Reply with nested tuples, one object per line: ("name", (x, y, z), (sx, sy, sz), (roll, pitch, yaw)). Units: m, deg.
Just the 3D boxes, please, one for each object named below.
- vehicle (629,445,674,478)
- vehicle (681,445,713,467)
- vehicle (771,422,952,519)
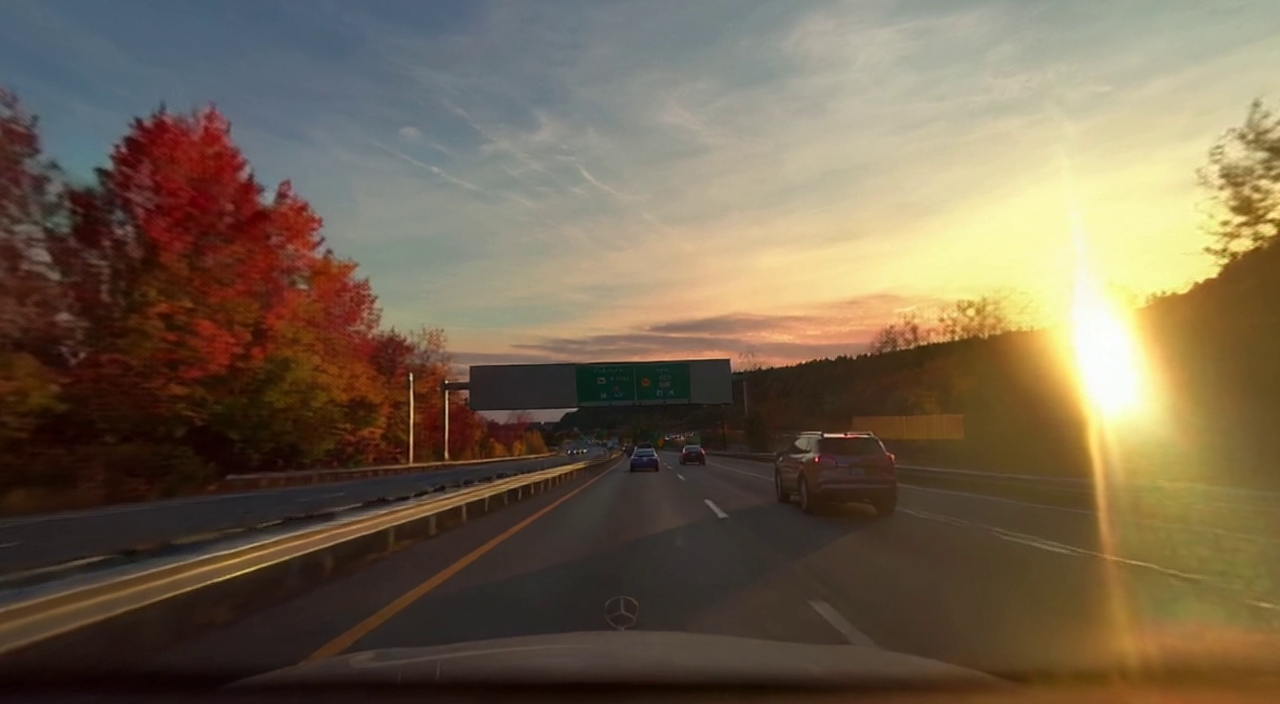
("vehicle", (0.511, 5.221, 30.093), (2.037, 1.418, 3.793), (0, -9, 0))
("vehicle", (4.055, 7.491, 45.244), (1.959, 1.528, 4.207), (0, -9, 0))
("vehicle", (4.462, 2.484, 13.539), (2.250, 1.718, 4.358), (0, -9, 0))
